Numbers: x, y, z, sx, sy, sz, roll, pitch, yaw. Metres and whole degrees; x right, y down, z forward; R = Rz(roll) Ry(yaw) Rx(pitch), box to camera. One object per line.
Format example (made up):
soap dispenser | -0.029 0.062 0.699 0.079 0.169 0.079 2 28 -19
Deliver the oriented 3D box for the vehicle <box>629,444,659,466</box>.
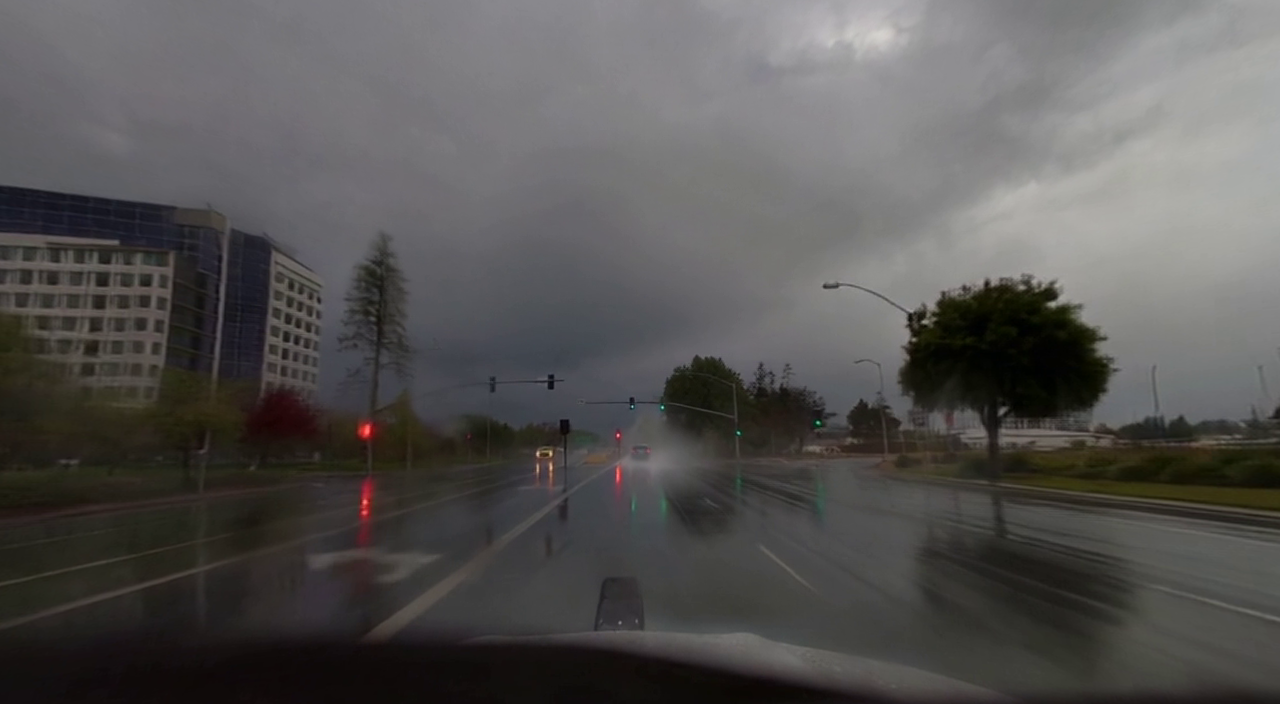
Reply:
vehicle | 0.312 7.405 45.262 2.064 1.477 3.968 0 -8 1
